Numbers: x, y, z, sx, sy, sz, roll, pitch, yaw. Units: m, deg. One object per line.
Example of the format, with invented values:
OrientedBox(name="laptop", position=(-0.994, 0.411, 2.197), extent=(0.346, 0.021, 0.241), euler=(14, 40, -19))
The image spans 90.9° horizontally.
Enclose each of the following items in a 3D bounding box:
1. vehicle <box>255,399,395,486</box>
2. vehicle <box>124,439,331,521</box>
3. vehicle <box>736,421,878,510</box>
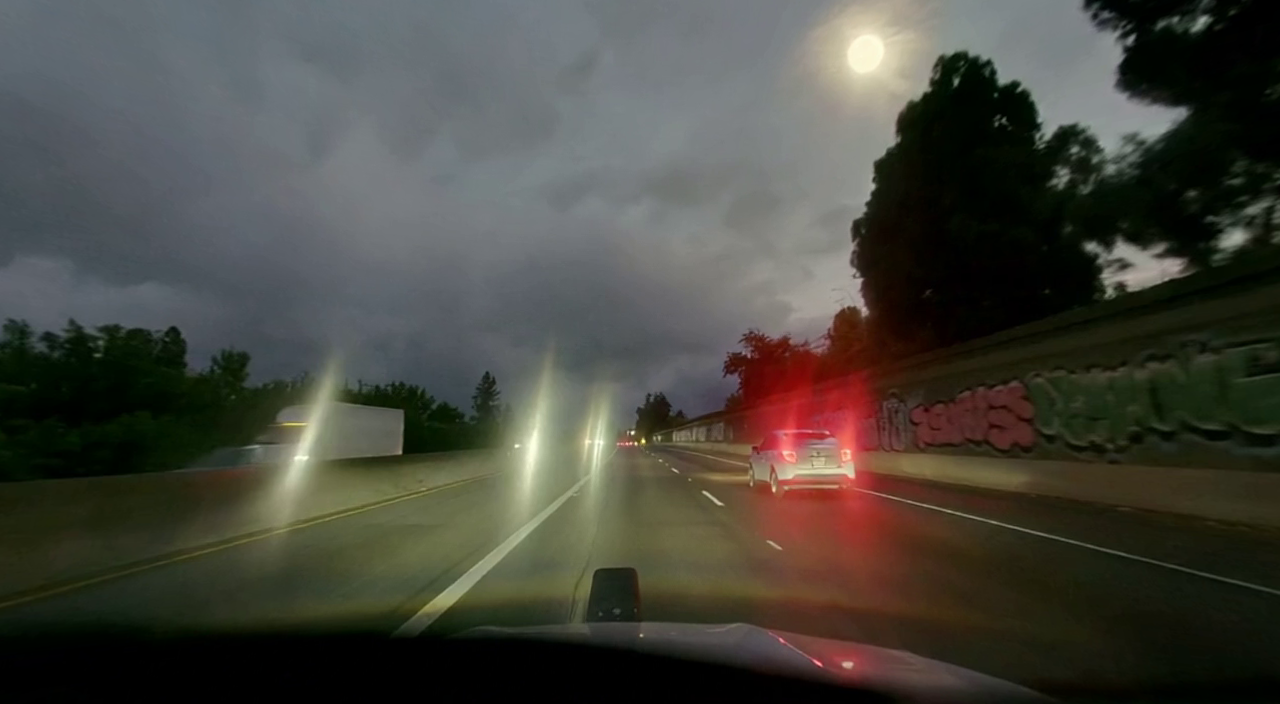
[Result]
OrientedBox(name="vehicle", position=(-13.812, 4.052, 28.419), extent=(2.817, 3.428, 6.773), euler=(0, -8, -1))
OrientedBox(name="vehicle", position=(-9.367, 2.873, 14.871), extent=(1.974, 1.602, 4.303), euler=(0, -8, -1))
OrientedBox(name="vehicle", position=(3.225, 2.249, 12.962), extent=(1.841, 1.556, 3.618), euler=(0, -8, -1))
